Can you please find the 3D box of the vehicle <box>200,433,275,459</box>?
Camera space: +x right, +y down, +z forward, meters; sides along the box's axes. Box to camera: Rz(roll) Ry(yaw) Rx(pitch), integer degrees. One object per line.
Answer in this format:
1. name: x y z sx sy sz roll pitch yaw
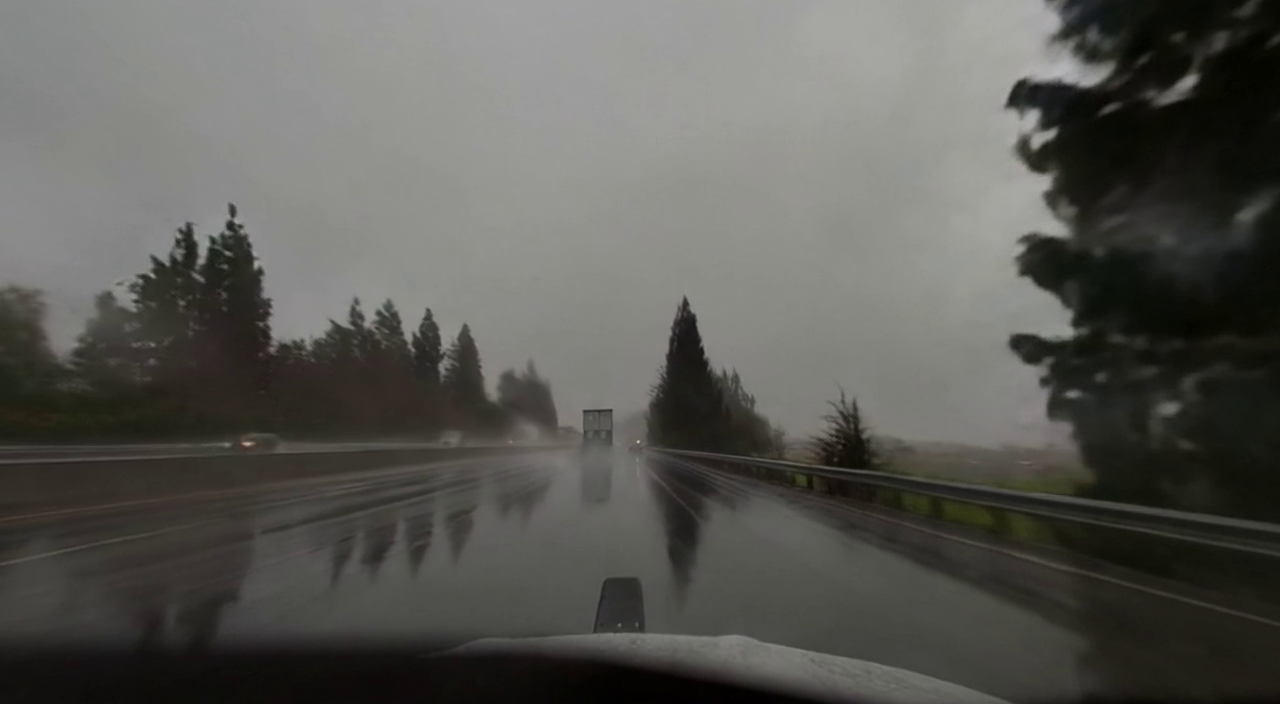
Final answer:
1. vehicle: -25.132 5.861 39.594 1.777 1.539 4.656 1 -8 -2
